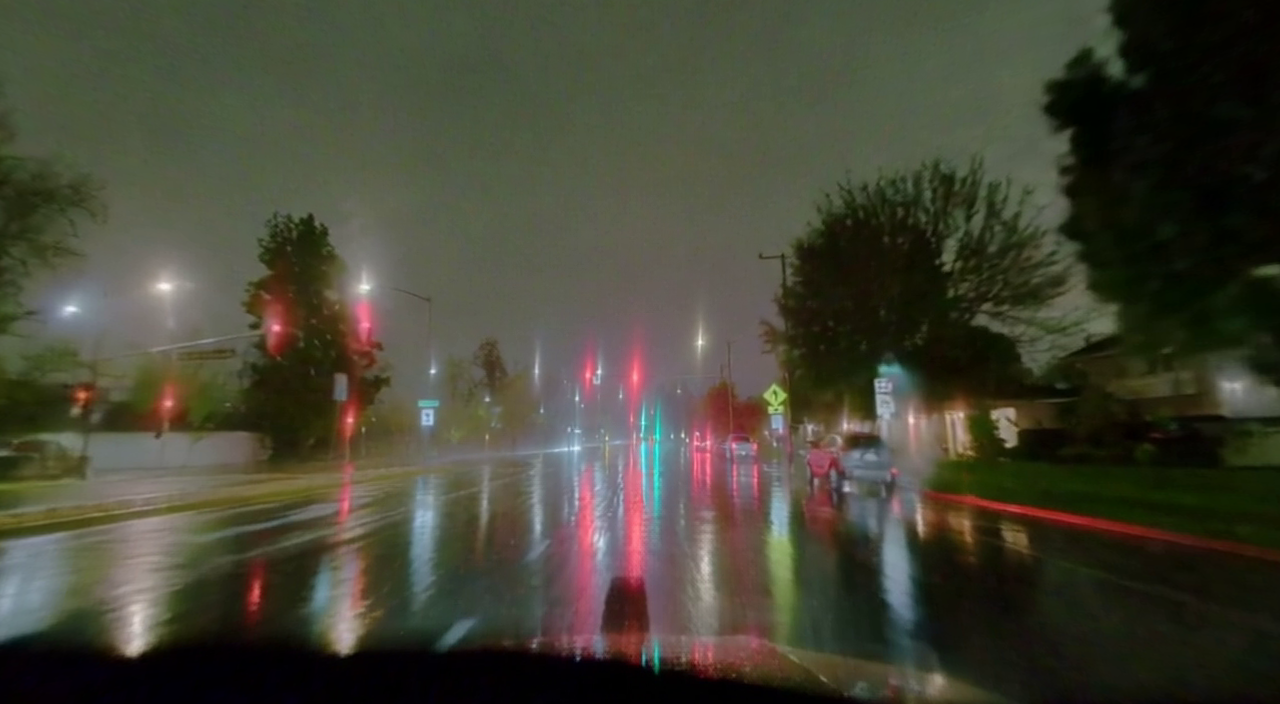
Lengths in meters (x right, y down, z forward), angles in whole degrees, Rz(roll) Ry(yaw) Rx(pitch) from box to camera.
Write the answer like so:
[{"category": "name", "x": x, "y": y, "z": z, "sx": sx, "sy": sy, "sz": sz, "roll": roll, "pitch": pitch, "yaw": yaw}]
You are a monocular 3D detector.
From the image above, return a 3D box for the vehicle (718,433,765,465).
[{"category": "vehicle", "x": 6.586, "y": 6.382, "z": 41.570, "sx": 2.293, "sy": 1.942, "sz": 5.004, "roll": 0, "pitch": -8, "yaw": 1}]

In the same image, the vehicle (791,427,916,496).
[{"category": "vehicle", "x": 6.106, "y": 3.192, "z": 18.753, "sx": 2.094, "sy": 1.766, "sz": 4.792, "roll": 0, "pitch": -8, "yaw": 1}]
